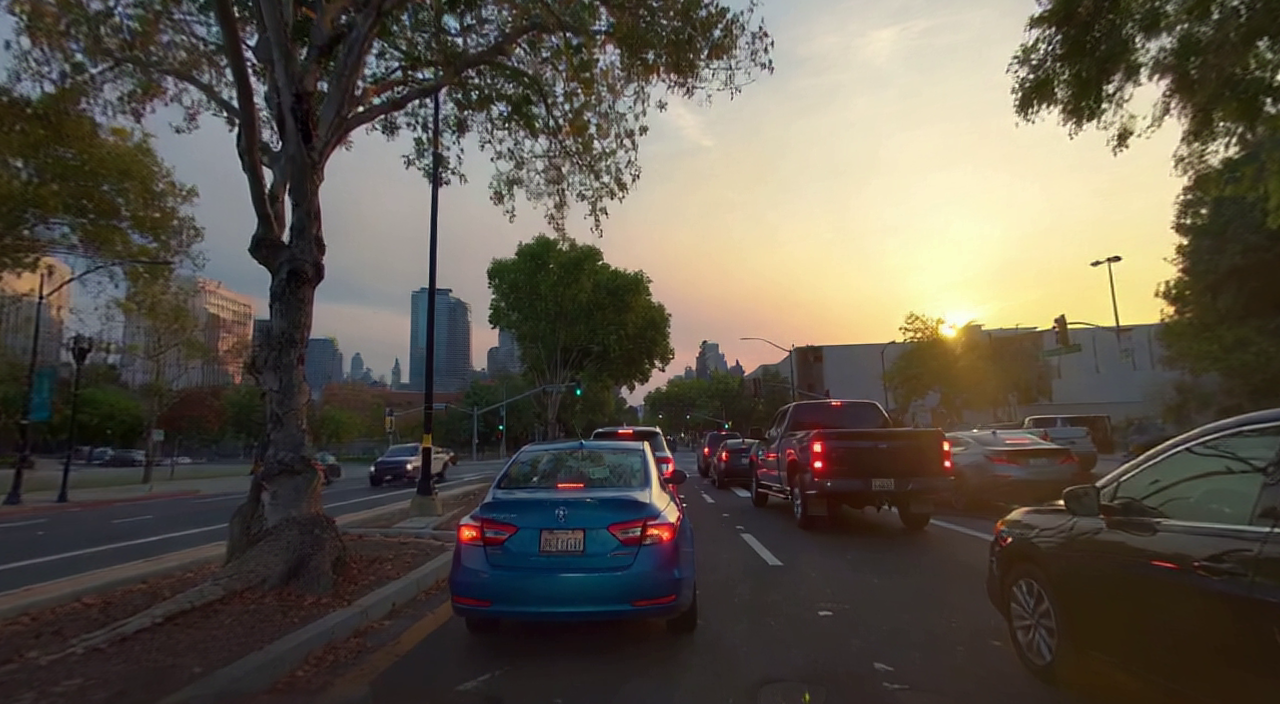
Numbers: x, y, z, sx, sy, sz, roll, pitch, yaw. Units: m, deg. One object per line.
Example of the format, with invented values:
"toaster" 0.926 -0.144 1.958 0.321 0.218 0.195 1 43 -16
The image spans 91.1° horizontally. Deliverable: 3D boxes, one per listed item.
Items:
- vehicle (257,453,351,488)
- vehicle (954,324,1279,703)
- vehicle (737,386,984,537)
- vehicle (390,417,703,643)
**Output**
"vehicle" -16.284 5.753 30.732 1.921 1.499 4.566 0 -9 2
"vehicle" 3.164 0.760 2.071 1.982 1.709 4.427 0 -9 1
"vehicle" 3.522 1.955 11.703 2.444 2.098 5.766 0 -9 -1
"vehicle" -0.576 1.500 6.322 2.111 1.506 4.018 0 -9 2
